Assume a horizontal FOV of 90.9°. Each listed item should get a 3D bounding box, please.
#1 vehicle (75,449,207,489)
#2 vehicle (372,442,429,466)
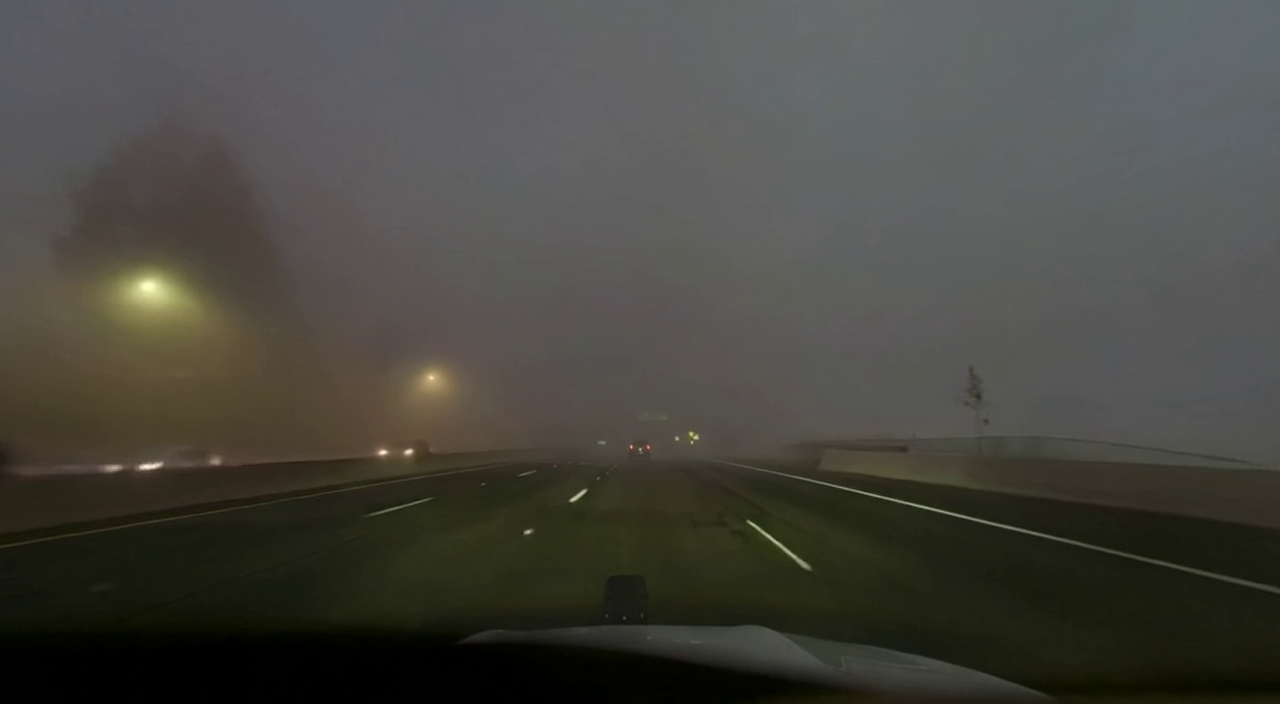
[{"bbox_3d":[-21.353,5.007,27.286,1.877,1.517,4.667,0,-8,0],"label":"vehicle"},{"bbox_3d":[-17.515,7.473,46.337,2.004,1.600,5.305,-1,-8,1],"label":"vehicle"}]
